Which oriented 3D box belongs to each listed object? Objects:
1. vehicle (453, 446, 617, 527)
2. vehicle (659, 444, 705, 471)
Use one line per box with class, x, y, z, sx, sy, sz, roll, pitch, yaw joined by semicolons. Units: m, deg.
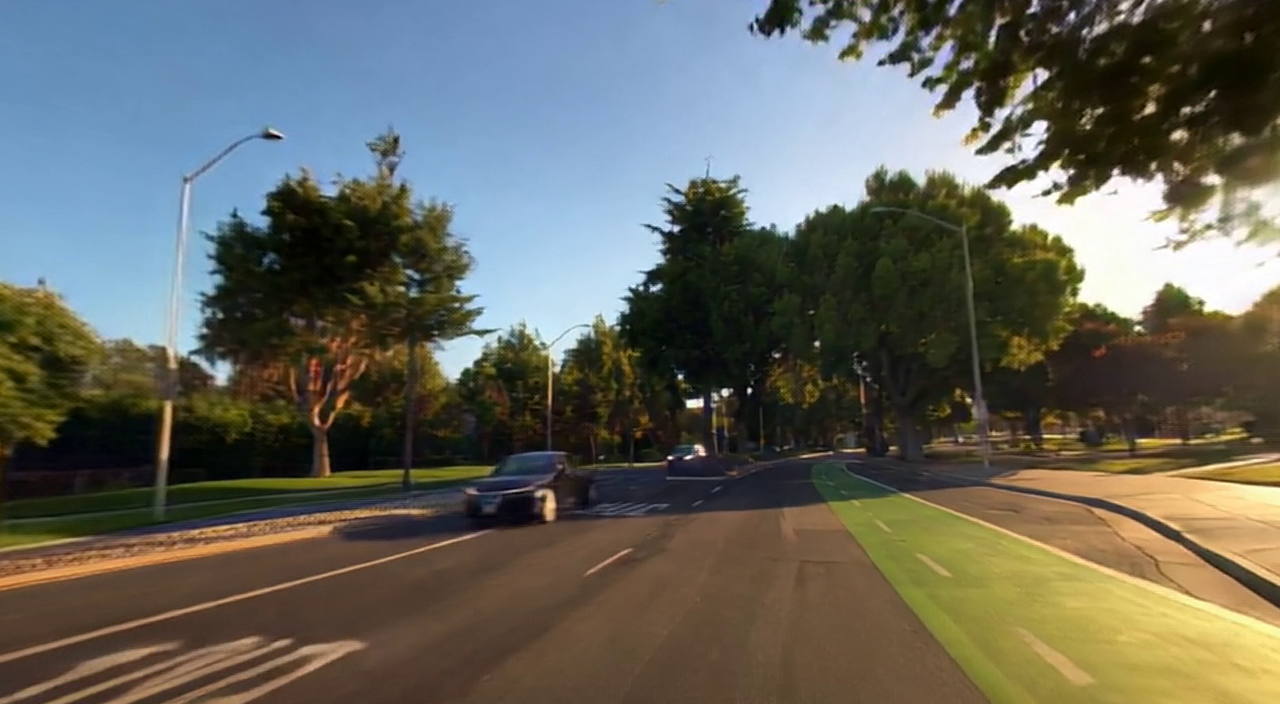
vehicle;-2.056;2.849;14.097;2.071;1.456;4.663;-2;-9;11
vehicle;2.950;7.160;43.046;2.065;1.744;4.566;-3;-9;18
